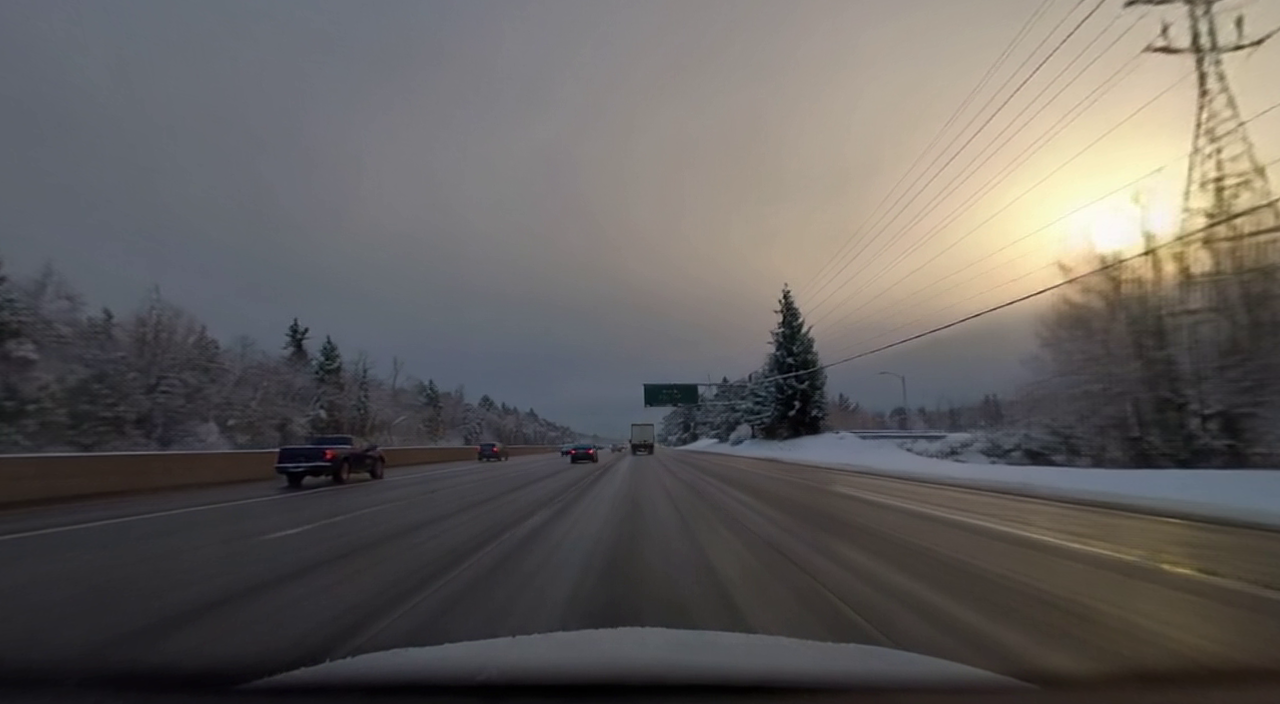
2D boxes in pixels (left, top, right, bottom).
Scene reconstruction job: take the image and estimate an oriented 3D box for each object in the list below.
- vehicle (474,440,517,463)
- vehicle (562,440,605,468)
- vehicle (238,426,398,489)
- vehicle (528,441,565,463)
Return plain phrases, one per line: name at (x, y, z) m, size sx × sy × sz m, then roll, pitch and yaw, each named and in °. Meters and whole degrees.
vehicle at (-10.837, 7.483, 47.533) m, size 2.058 × 1.621 × 4.739 m, roll 0°, pitch -9°, yaw 1°
vehicle at (-3.294, 6.090, 37.741) m, size 2.045 × 1.532 × 4.954 m, roll 0°, pitch -9°, yaw 1°
vehicle at (-10.625, 3.550, 21.505) m, size 2.310 × 1.853 × 5.817 m, roll 0°, pitch -9°, yaw 1°
vehicle at (-6.893, 7.418, 46.920) m, size 1.946 × 1.514 × 4.687 m, roll 0°, pitch -9°, yaw 1°
